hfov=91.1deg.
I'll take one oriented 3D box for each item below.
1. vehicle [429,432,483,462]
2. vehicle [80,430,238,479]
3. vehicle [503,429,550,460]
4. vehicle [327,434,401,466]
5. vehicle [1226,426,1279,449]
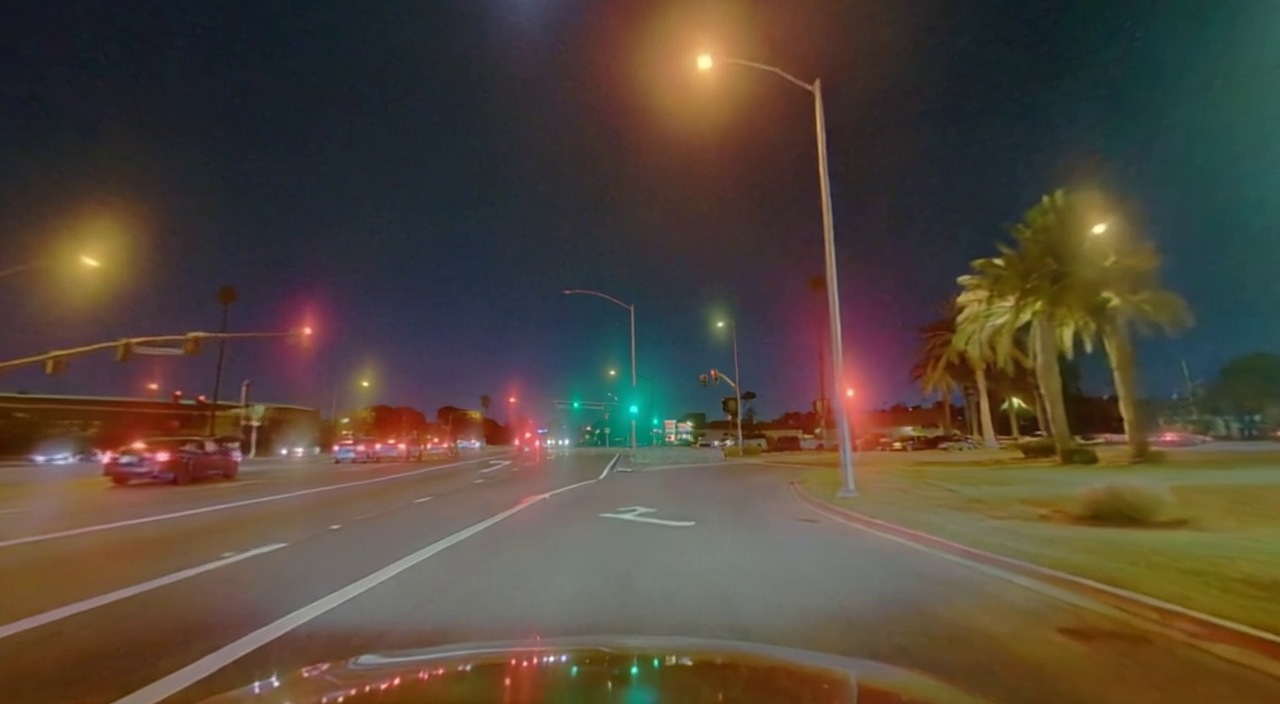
[{"bbox_3d":[-10.540,5.491,36.247,1.977,1.584,3.983,0,-8,-2],"label":"vehicle"},{"bbox_3d":[-16.171,3.480,21.484,1.916,1.481,4.430,0,-8,-1],"label":"vehicle"},{"bbox_3d":[-6.982,5.740,39.090,2.114,1.784,4.450,0,-8,-1],"label":"vehicle"},{"bbox_3d":[-13.656,4.891,31.377,1.900,1.462,4.225,1,-8,-2],"label":"vehicle"},{"bbox_3d":[46.913,6.436,47.048,4.254,1.675,2.020,1,-8,-9],"label":"vehicle"}]
